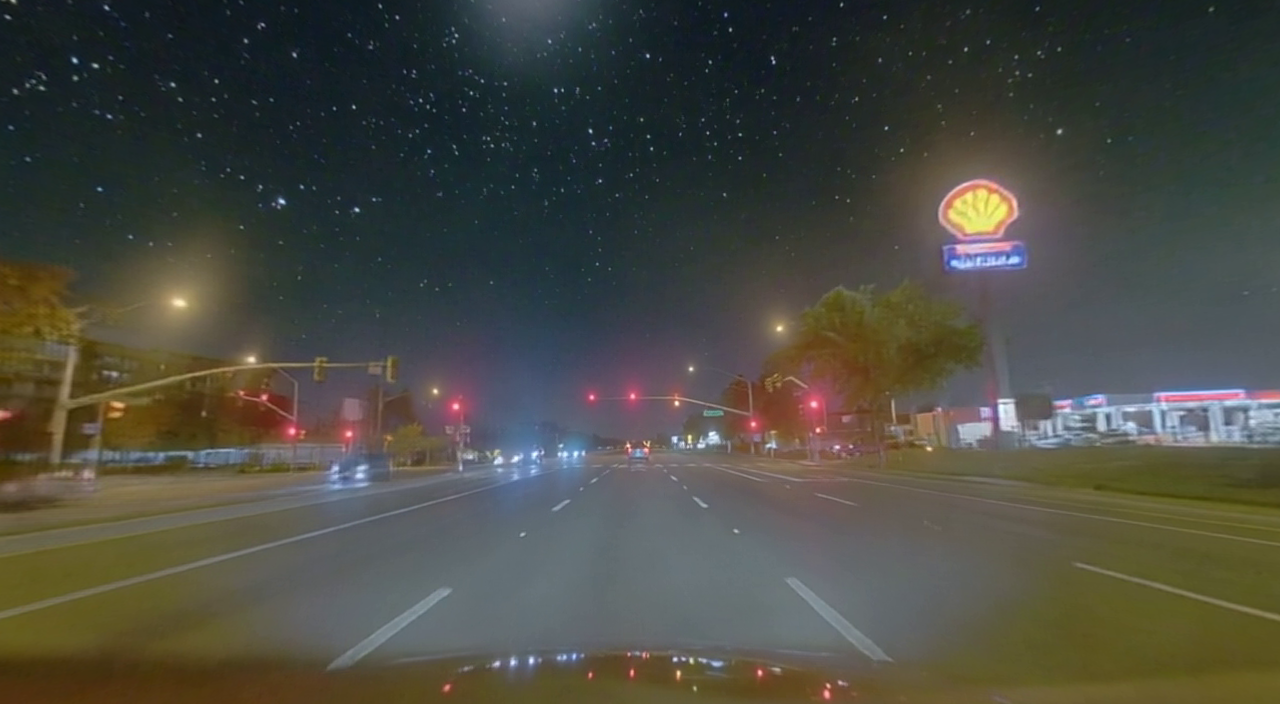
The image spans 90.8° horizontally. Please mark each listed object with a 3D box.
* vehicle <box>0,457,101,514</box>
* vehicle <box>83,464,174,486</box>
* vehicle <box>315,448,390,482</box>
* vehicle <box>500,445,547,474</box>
[{"bbox_3d":[-18.609,3.836,18.204,1.948,1.507,4.742,0,-8,0],"label":"vehicle"},{"bbox_3d":[-38.200,9.156,47.275,4.807,1.468,2.004,1,-8,-7],"label":"vehicle"},{"bbox_3d":[-14.936,5.857,33.095,1.907,1.652,4.393,0,-8,-1],"label":"vehicle"},{"bbox_3d":[-6.612,6.107,36.160,1.898,1.539,4.314,0,-8,-1],"label":"vehicle"}]
